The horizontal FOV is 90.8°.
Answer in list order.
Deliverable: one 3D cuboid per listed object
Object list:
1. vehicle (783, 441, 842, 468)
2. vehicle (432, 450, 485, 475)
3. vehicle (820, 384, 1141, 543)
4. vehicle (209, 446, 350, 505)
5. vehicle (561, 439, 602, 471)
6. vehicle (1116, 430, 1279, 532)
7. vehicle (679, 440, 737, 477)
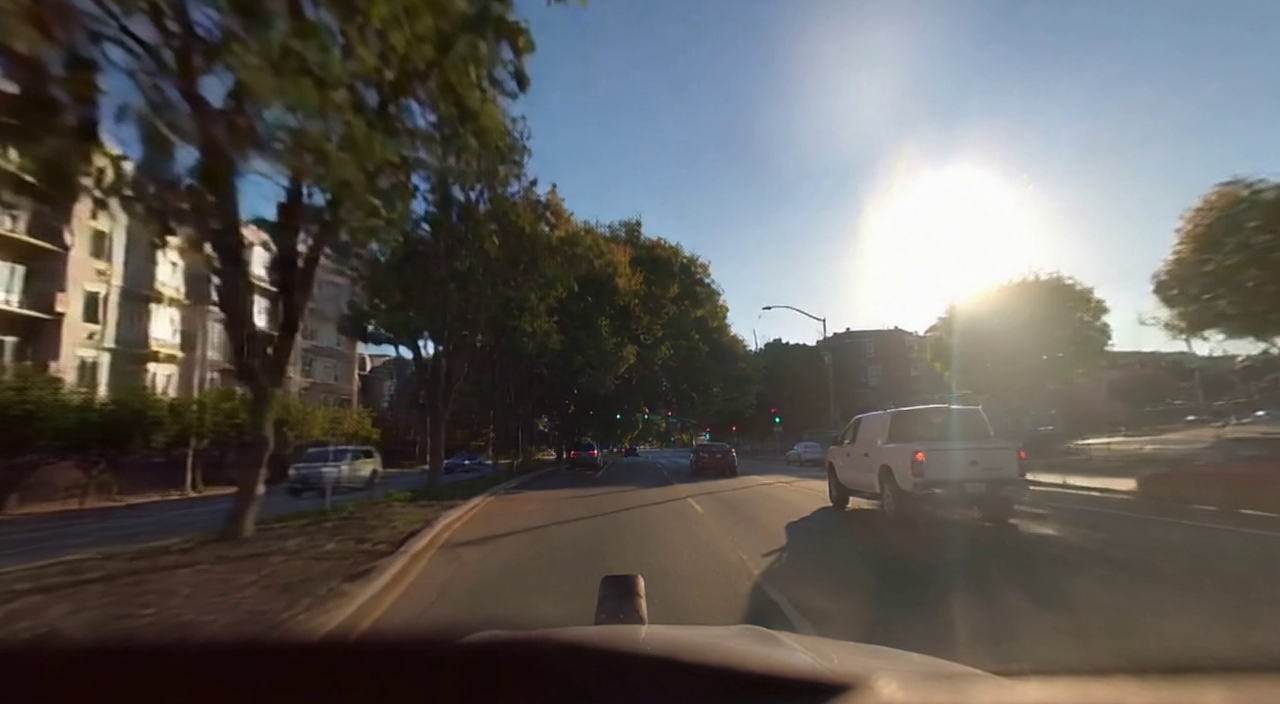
[{"bbox_3d":[10.004,5.967,37.043,2.014,1.480,4.783,0,-8,-1],"label":"vehicle"},{"bbox_3d":[-11.767,7.188,41.291,2.028,1.490,4.475,0,-8,1],"label":"vehicle"},{"bbox_3d":[5.176,1.845,11.010,2.427,2.017,5.763,0,-8,1],"label":"vehicle"},{"bbox_3d":[-11.971,4.078,21.449,2.027,1.736,4.694,0,-8,-1],"label":"vehicle"},{"bbox_3d":[-3.259,5.836,36.063,2.065,1.716,4.265,0,-8,-2],"label":"vehicle"},{"bbox_3d":[10.085,1.953,9.740,2.004,1.437,4.500,0,-8,1],"label":"vehicle"},{"bbox_3d":[2.898,4.678,27.955,2.003,1.480,4.494,0,-8,-1],"label":"vehicle"}]
